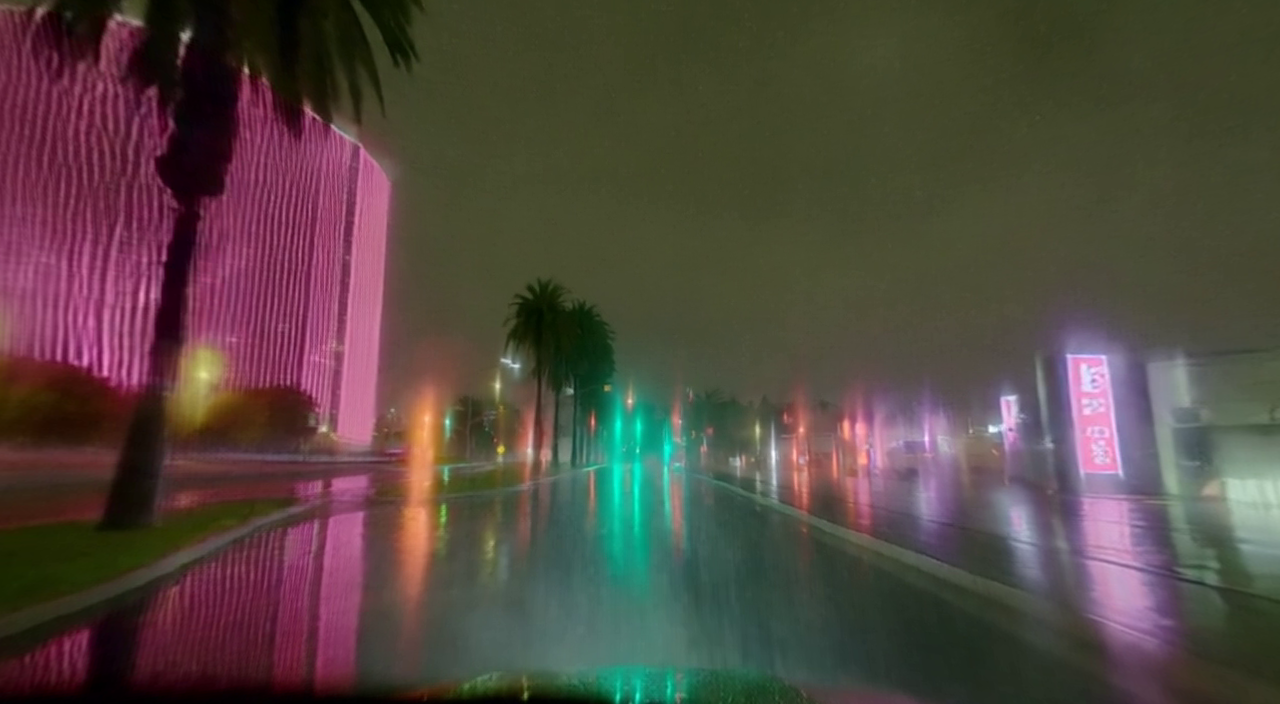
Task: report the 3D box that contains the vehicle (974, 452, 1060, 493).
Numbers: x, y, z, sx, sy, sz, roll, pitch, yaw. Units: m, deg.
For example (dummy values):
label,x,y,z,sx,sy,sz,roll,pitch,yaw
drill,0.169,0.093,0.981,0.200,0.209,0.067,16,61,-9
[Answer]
label,x,y,z,sx,sy,sz,roll,pitch,yaw
vehicle,28.747,9.355,48.378,2.599,2.380,6.013,3,-17,-2
